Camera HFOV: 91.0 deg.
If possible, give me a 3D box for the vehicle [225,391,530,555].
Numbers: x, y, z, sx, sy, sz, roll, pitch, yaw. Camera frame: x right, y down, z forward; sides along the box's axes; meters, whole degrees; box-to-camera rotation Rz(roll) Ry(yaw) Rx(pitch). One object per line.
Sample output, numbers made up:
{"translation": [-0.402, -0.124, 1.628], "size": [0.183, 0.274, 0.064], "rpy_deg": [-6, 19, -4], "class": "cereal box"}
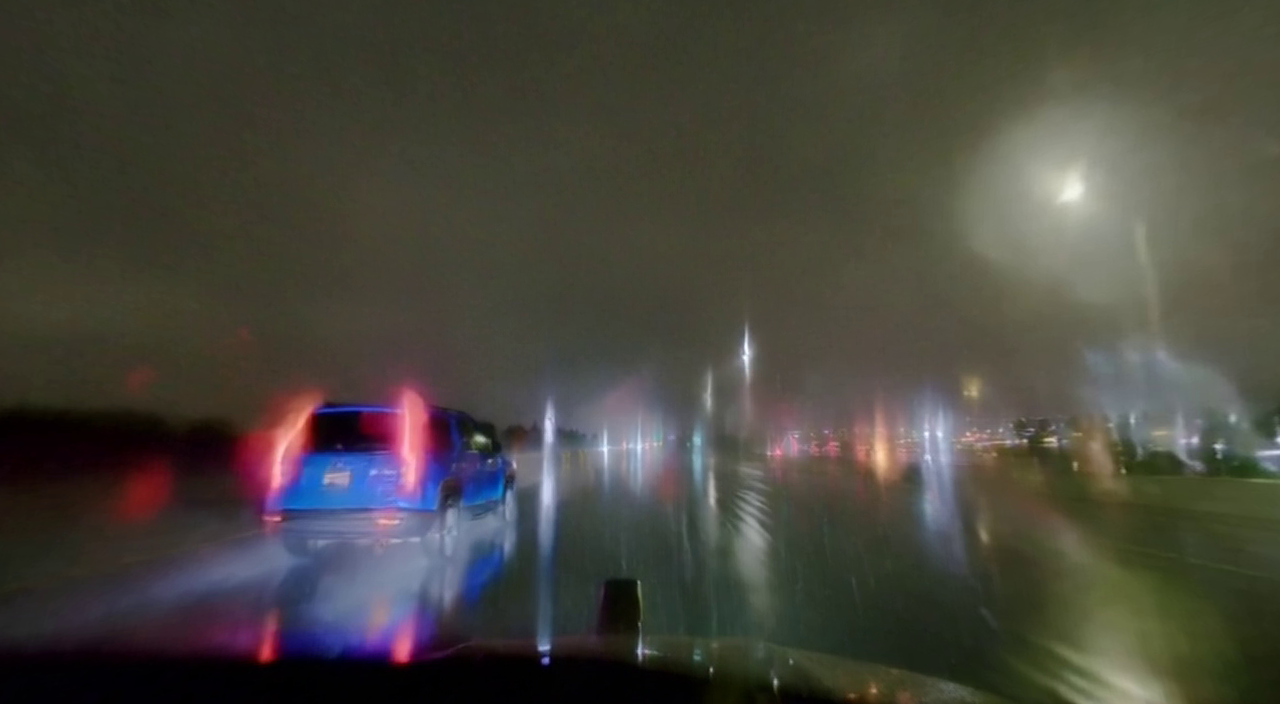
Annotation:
{"translation": [-3.618, 1.860, 10.402], "size": [2.431, 1.928, 5.760], "rpy_deg": [0, -9, 1], "class": "vehicle"}
